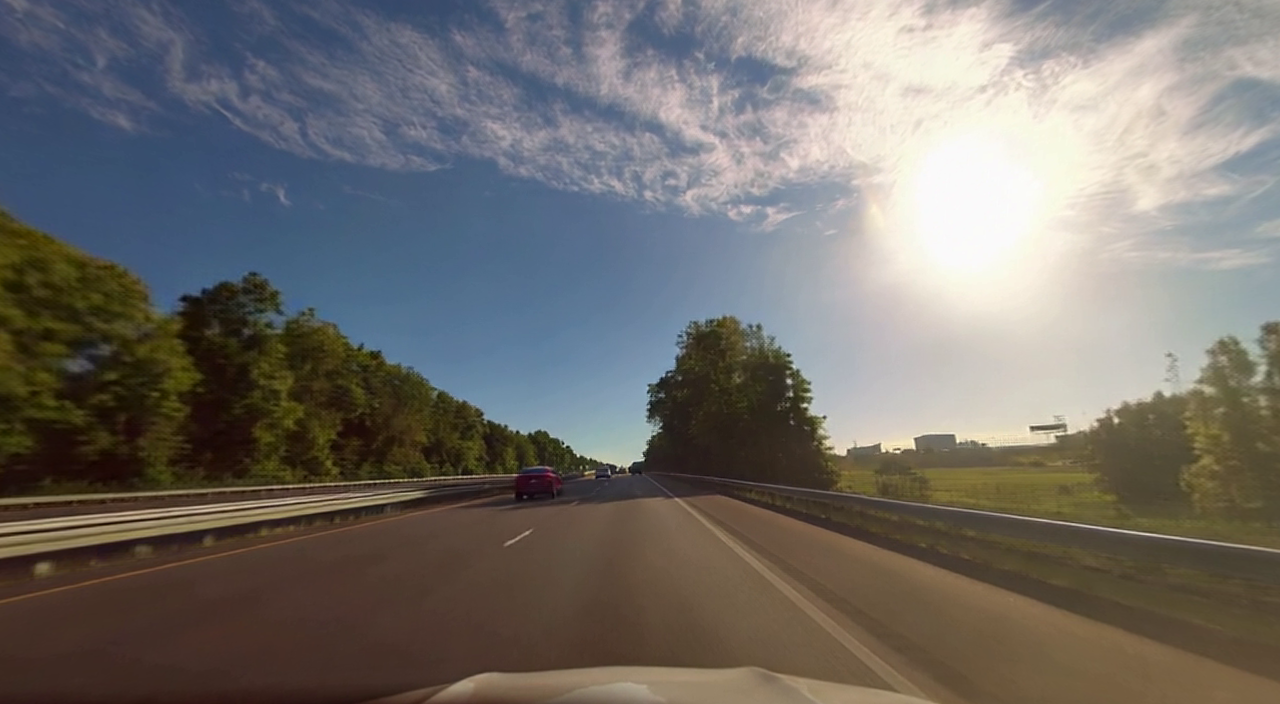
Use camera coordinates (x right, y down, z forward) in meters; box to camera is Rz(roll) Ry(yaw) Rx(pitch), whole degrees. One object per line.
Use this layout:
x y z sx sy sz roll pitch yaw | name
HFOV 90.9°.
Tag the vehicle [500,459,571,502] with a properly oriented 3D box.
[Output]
-4.166 5.245 25.918 2.040 1.525 4.603 1 -11 1 | vehicle
